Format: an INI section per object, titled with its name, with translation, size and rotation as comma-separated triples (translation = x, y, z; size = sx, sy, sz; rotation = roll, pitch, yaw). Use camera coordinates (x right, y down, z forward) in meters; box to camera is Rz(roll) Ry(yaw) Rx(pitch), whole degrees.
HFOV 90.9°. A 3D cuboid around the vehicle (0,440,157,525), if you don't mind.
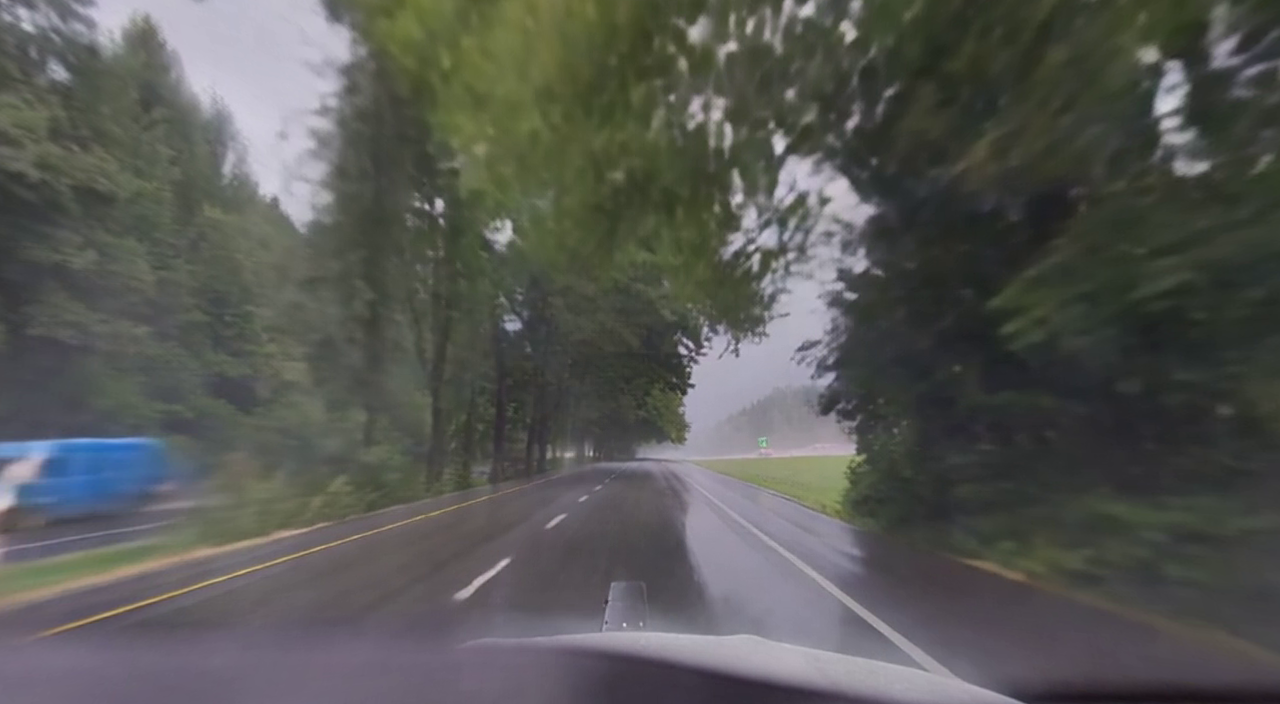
[vehicle]
translation = -15.514, 3.268, 16.257
size = 2.140, 1.899, 4.803
rotation = 0, -9, 2
